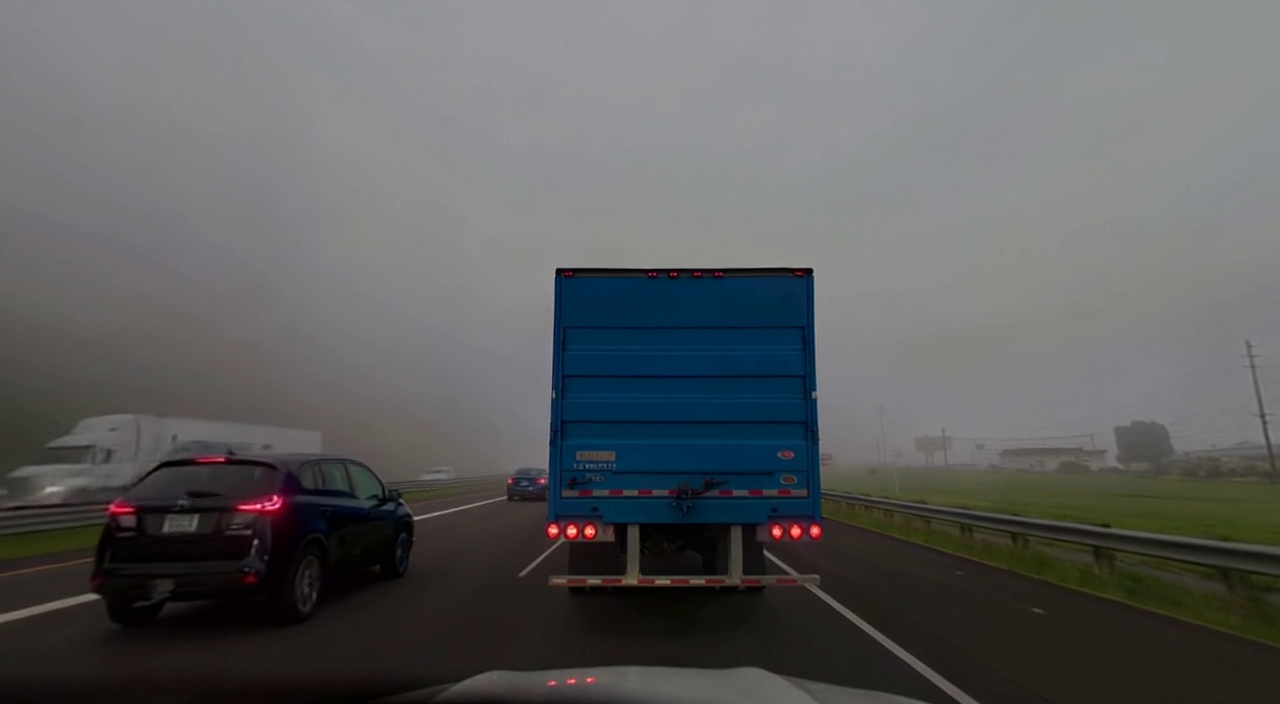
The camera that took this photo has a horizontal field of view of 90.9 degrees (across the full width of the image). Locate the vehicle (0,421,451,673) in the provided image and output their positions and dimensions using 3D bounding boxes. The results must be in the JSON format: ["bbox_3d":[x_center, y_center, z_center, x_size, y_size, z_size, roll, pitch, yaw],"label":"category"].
[{"bbox_3d":[-3.802,1.705,6.597,1.983,1.575,4.973,0,-11,1],"label":"vehicle"}]

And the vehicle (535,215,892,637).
[{"bbox_3d":[0.721,1.309,9.602,2.831,3.529,8.689,0,-11,2],"label":"vehicle"}]

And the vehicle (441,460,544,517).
[{"bbox_3d":[-4.229,4.019,18.890,1.891,1.469,4.431,0,-11,2],"label":"vehicle"}]
